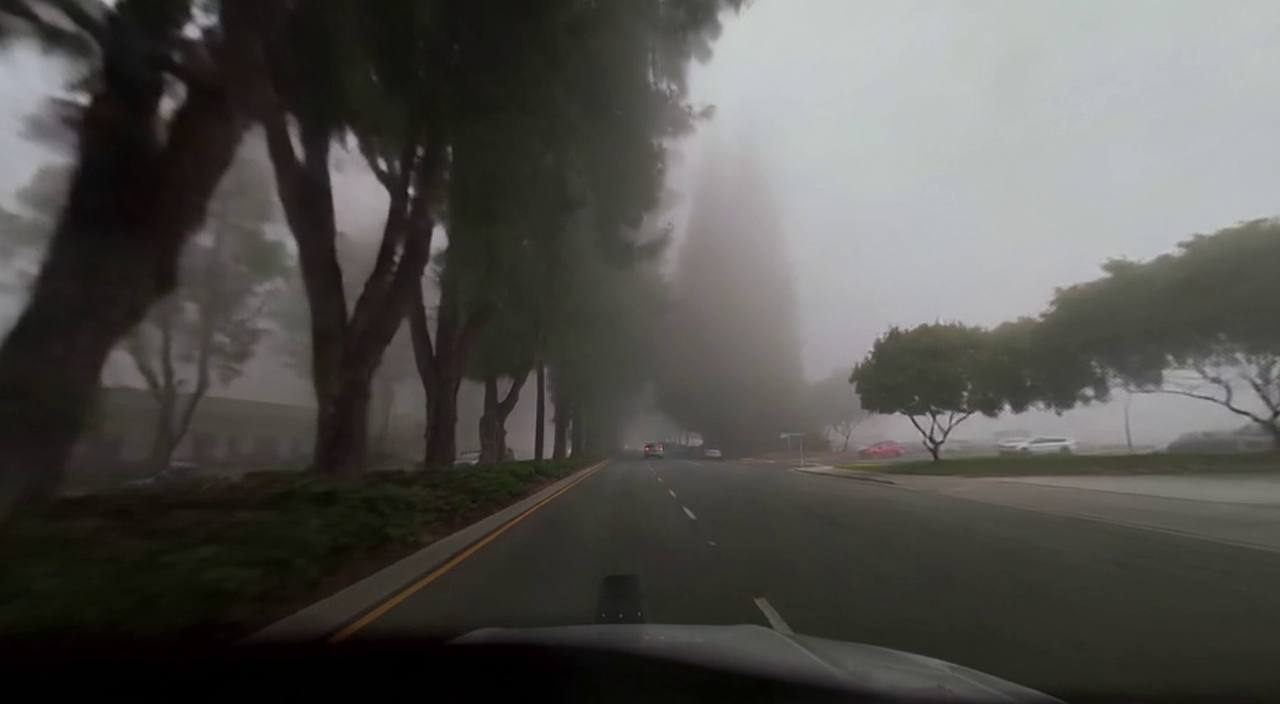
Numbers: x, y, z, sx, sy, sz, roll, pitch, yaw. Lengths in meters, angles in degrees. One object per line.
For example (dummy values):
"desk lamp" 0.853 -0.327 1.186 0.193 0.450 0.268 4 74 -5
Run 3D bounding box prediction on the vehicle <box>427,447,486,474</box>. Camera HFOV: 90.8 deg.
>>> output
"vehicle" -10.862 6.463 37.804 2.031 1.481 4.577 -1 -9 2

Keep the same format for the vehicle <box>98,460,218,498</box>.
"vehicle" -21.438 5.625 28.374 1.847 1.454 4.413 0 -9 1
